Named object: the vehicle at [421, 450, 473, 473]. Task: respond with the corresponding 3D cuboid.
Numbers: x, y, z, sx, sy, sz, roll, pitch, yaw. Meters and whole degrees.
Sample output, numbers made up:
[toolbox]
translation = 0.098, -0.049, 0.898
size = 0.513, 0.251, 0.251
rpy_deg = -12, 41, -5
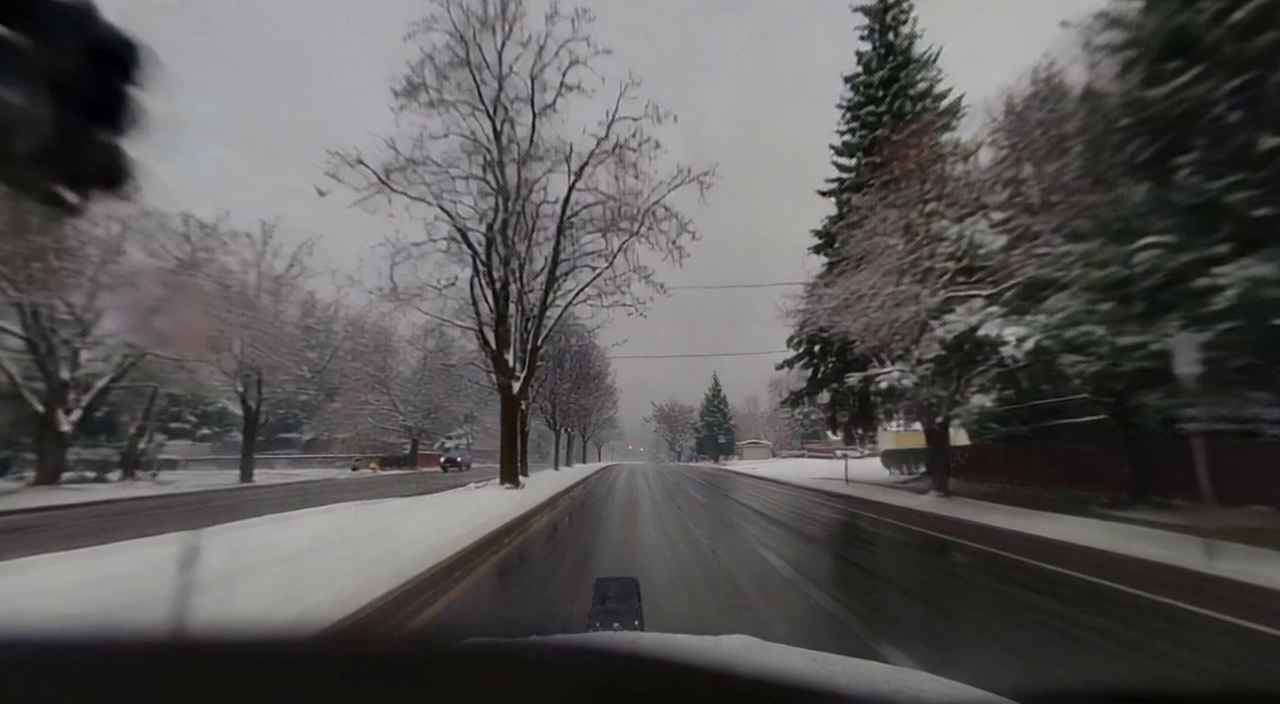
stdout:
[vehicle]
translation = -13.543, 7.595, 44.149
size = 2.068, 1.502, 4.643
rpy_deg = 6, -11, -34
